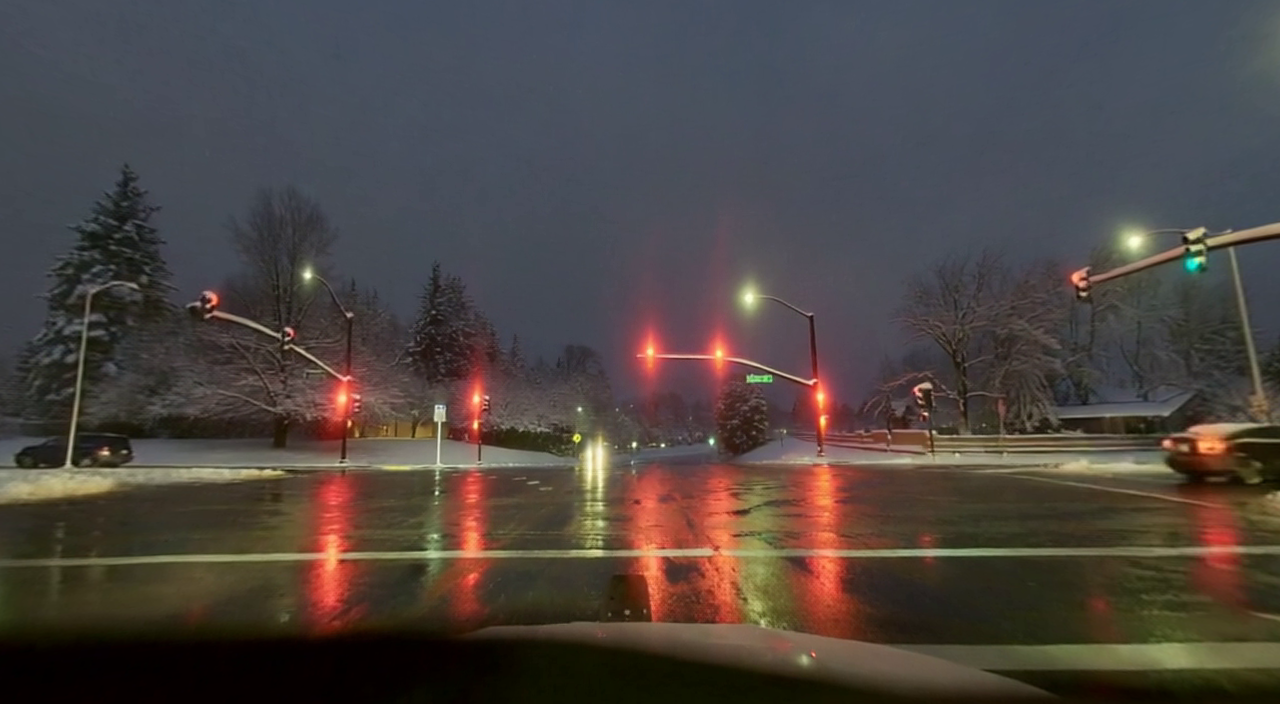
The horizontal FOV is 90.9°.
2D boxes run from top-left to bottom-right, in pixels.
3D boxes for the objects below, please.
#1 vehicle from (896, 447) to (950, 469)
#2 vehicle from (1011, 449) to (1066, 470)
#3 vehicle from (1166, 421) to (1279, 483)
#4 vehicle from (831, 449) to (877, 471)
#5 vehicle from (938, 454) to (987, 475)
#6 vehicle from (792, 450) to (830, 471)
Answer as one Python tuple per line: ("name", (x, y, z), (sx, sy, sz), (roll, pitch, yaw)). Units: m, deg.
("vehicle", (20.592, 7.682, 46.036), (1.815, 1.515, 4.552), (0, -8, 0))
("vehicle", (28.495, 7.673, 45.205), (1.662, 1.440, 3.583), (-1, -8, 3))
("vehicle", (16.399, 2.570, 16.275), (3.894, 1.490, 1.810), (-1, -8, 3))
("vehicle", (15.534, 7.838, 45.965), (1.714, 1.458, 4.206), (0, -8, -2))
("vehicle", (23.014, 8.000, 45.051), (1.633, 1.324, 3.449), (-1, -8, -1))
("vehicle", (12.575, 7.941, 46.482), (1.647, 1.386, 3.725), (-1, -8, -1))
